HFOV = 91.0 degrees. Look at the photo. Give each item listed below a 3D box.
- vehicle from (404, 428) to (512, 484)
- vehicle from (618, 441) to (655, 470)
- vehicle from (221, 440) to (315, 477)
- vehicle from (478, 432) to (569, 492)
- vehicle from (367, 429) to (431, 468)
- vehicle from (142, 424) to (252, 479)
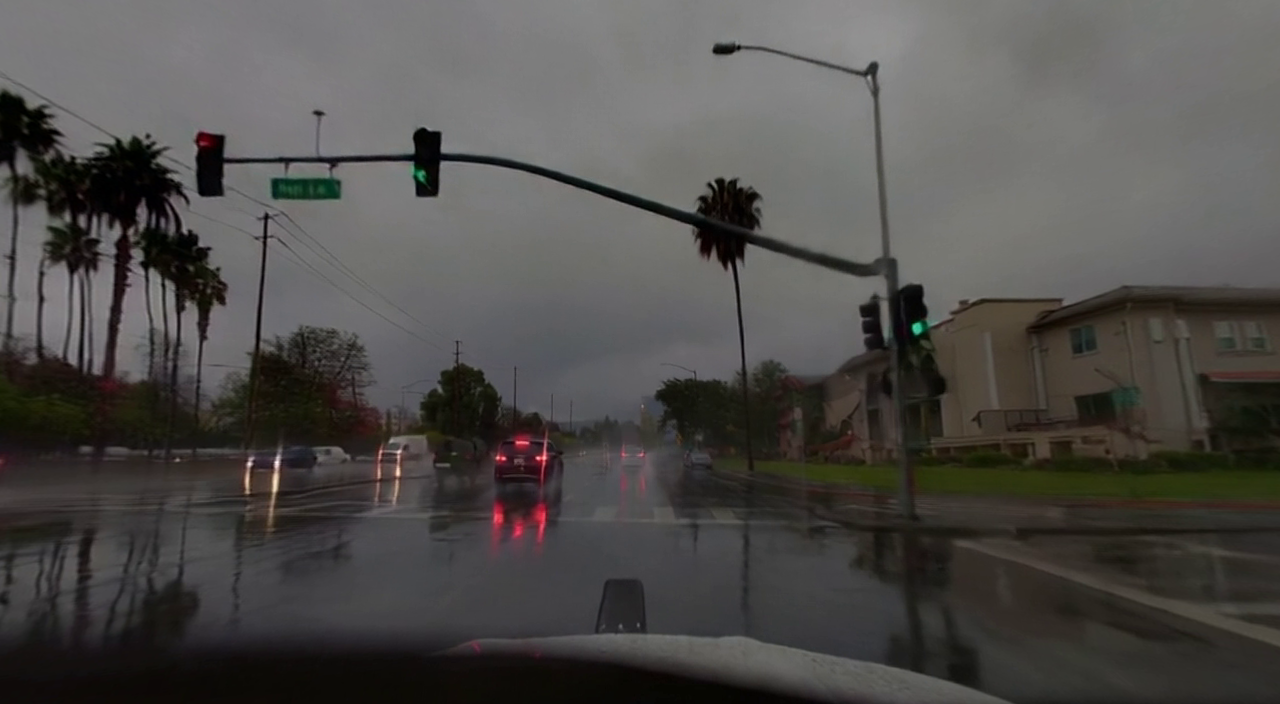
[{"bbox_3d":[-7.217,4.233,25.921,2.457,2.010,6.330,0,-9,1],"label":"vehicle"},{"bbox_3d":[-0.268,6.773,41.299,2.280,1.803,4.240,0,-9,-1],"label":"vehicle"},{"bbox_3d":[-18.382,5.270,31.391,2.064,1.670,4.242,0,-9,0],"label":"vehicle"},{"bbox_3d":[-3.834,3.716,21.594,2.116,1.806,4.516,0,-9,1],"label":"vehicle"},{"bbox_3d":[-17.991,7.263,47.350,2.331,2.714,5.872,0,-9,1],"label":"vehicle"},{"bbox_3d":[-26.007,5.861,37.278,2.512,2.978,5.172,1,-9,0],"label":"vehicle"}]
